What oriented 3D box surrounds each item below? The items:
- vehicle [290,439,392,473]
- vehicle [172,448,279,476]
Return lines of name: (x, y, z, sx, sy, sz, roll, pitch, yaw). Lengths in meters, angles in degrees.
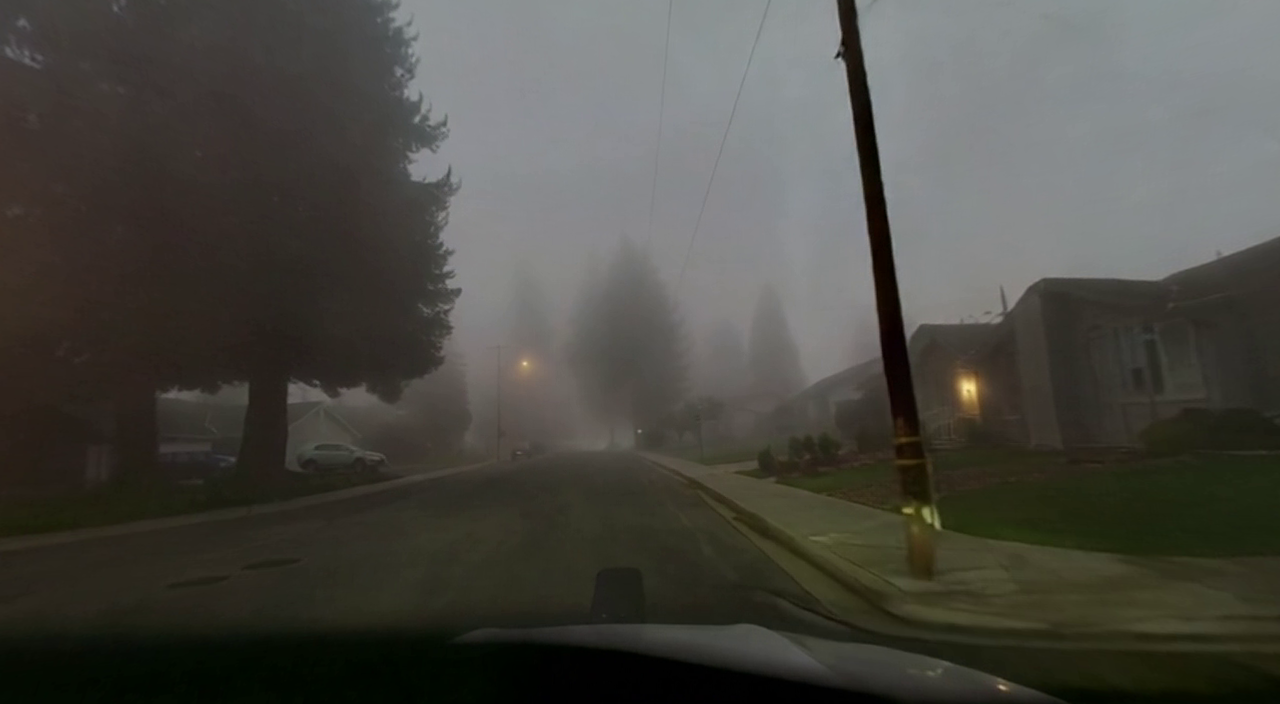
vehicle: (-16.235, 5.655, 34.521, 4.559, 1.745, 1.918, 1, -8, -4)
vehicle: (-22.619, 5.988, 34.603, 4.531, 1.470, 1.855, 0, -8, -1)
